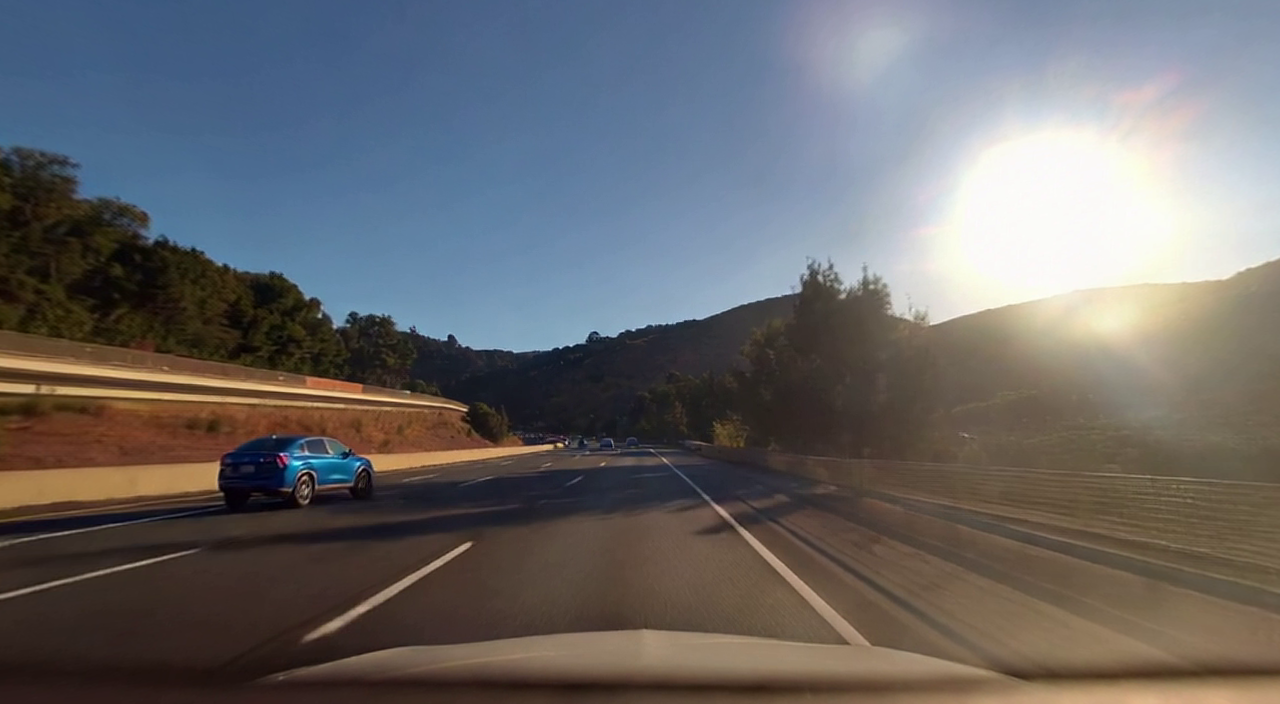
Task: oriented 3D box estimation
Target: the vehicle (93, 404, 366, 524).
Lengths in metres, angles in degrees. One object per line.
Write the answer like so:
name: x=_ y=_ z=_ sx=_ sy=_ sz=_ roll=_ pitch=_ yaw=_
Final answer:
vehicle: x=-7.725 y=2.181 z=12.734 sx=2.151 sy=1.925 sz=4.945 roll=0 pitch=-9 yaw=0
